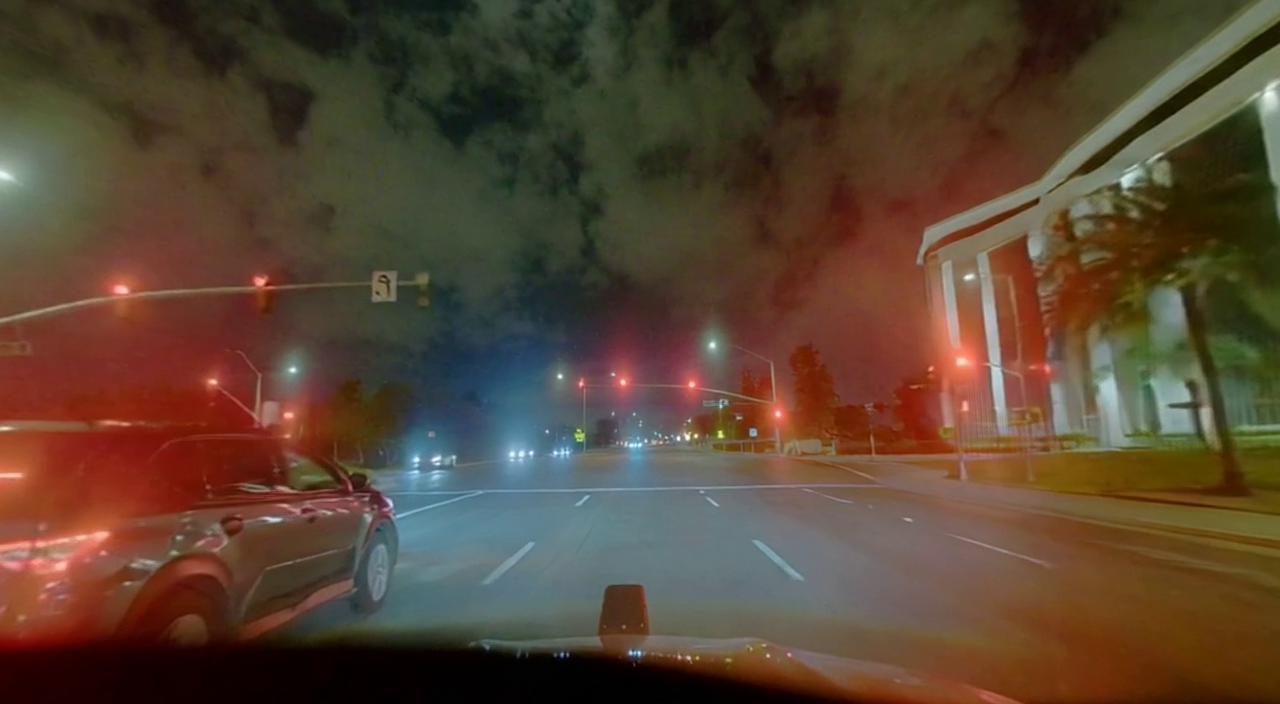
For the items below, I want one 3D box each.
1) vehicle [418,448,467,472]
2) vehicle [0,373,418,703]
[{"bbox_3d":[-14.420,7.867,46.282,2.084,1.655,4.567,0,-8,1],"label":"vehicle"},{"bbox_3d":[-3.154,1.035,3.308,2.162,1.549,4.795,0,-8,1],"label":"vehicle"}]
